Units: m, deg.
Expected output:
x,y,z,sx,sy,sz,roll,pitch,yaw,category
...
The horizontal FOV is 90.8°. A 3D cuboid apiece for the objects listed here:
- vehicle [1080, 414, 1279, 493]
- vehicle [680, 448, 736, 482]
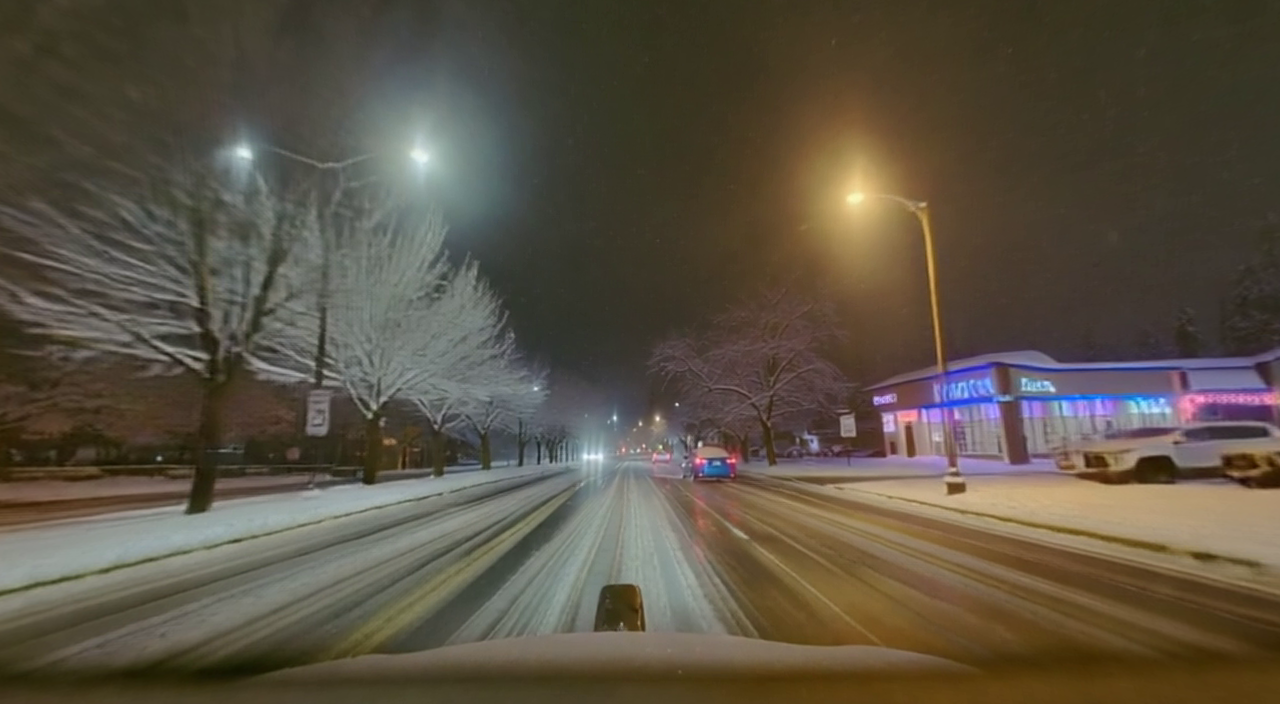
x,y,z,sx,sy,sz,roll,pitch,yaw,category
14.924,2.758,17.359,4.072,1.768,1.923,-4,-8,0,vehicle
3.202,5.446,30.798,2.033,1.482,4.571,0,-9,-2,vehicle
